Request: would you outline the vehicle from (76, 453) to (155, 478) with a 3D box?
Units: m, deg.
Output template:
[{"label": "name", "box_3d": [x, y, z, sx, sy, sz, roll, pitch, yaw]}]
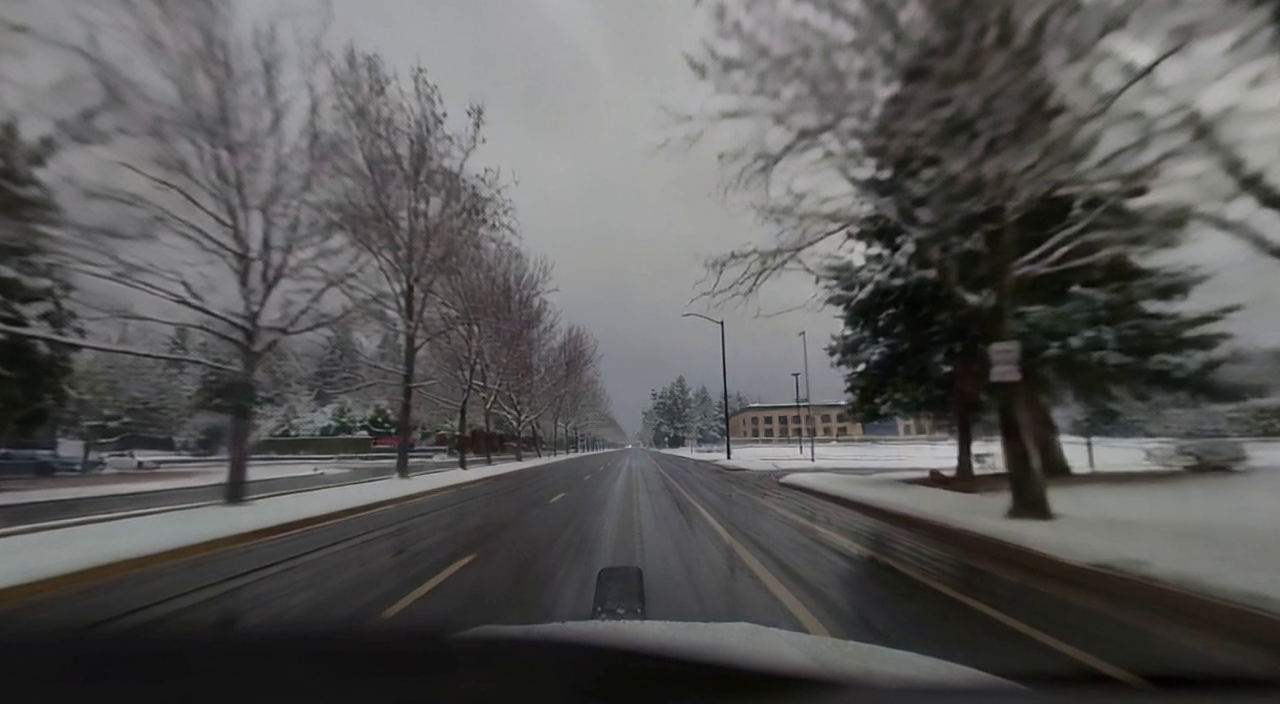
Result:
[{"label": "vehicle", "box_3d": [-39.040, 8.457, 47.173, 1.957, 1.685, 4.471, -1, -9, 1]}]

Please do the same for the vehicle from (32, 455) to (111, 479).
[{"label": "vehicle", "box_3d": [-41.744, 8.465, 46.536, 1.943, 1.629, 4.062, -1, -9, 2]}]

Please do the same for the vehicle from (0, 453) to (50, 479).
[{"label": "vehicle", "box_3d": [-47.117, 8.449, 46.981, 1.994, 1.839, 4.482, 0, -8, 1]}]
